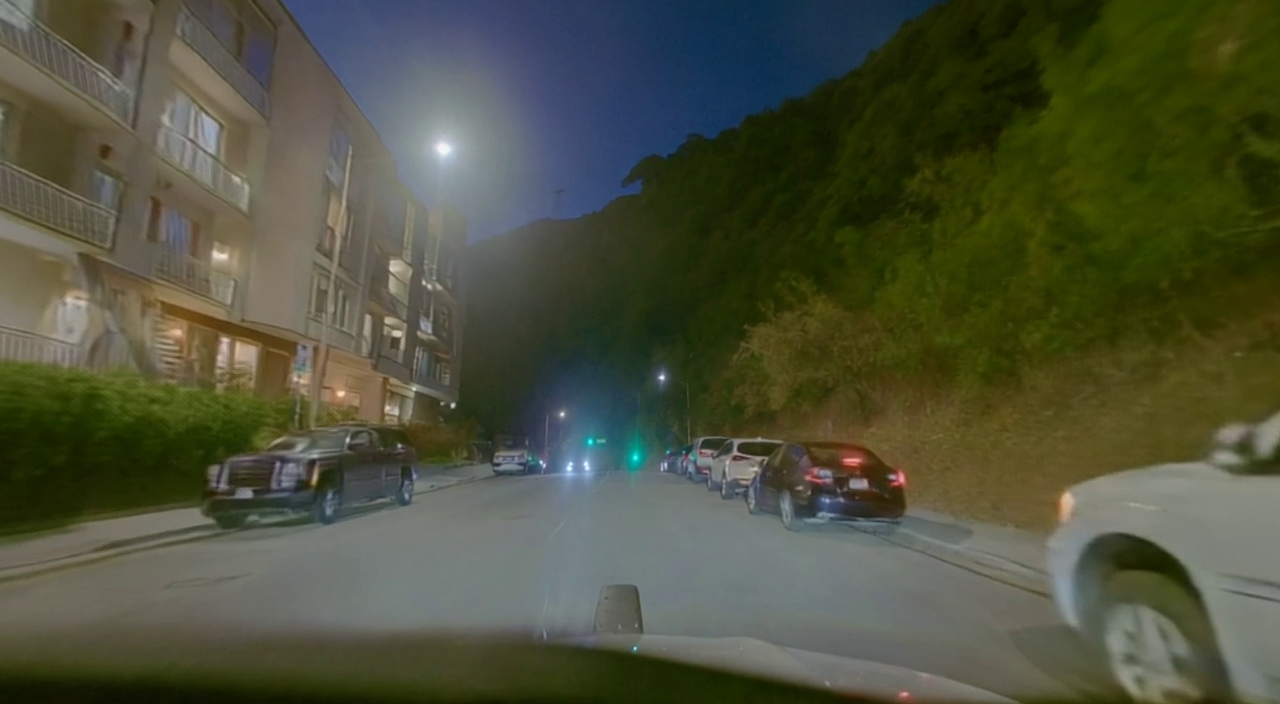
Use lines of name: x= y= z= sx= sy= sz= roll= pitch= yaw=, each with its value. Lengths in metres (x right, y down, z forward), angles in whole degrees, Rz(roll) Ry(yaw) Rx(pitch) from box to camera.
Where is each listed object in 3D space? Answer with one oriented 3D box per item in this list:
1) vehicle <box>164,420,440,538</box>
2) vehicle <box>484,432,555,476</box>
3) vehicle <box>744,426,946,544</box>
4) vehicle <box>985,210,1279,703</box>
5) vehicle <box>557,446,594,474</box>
vehicle: x=-6.220 y=2.413 z=12.758 sx=2.374 sy=1.843 sz=5.638 roll=0 pitch=-8 yaw=1
vehicle: x=-6.454 y=5.696 z=34.542 sx=2.692 sy=1.949 sz=5.948 roll=0 pitch=-13 yaw=0
vehicle: x=3.199 y=2.170 z=10.950 sx=1.926 sy=1.602 sz=4.433 roll=0 pitch=-8 yaw=-1
vehicle: x=3.482 y=0.465 z=1.218 sx=2.482 sy=2.184 sz=5.383 roll=0 pitch=-8 yaw=-1
vehicle: x=-3.570 y=6.141 z=35.485 sx=1.856 sy=1.474 sz=4.522 roll=1 pitch=-11 yaw=-4
